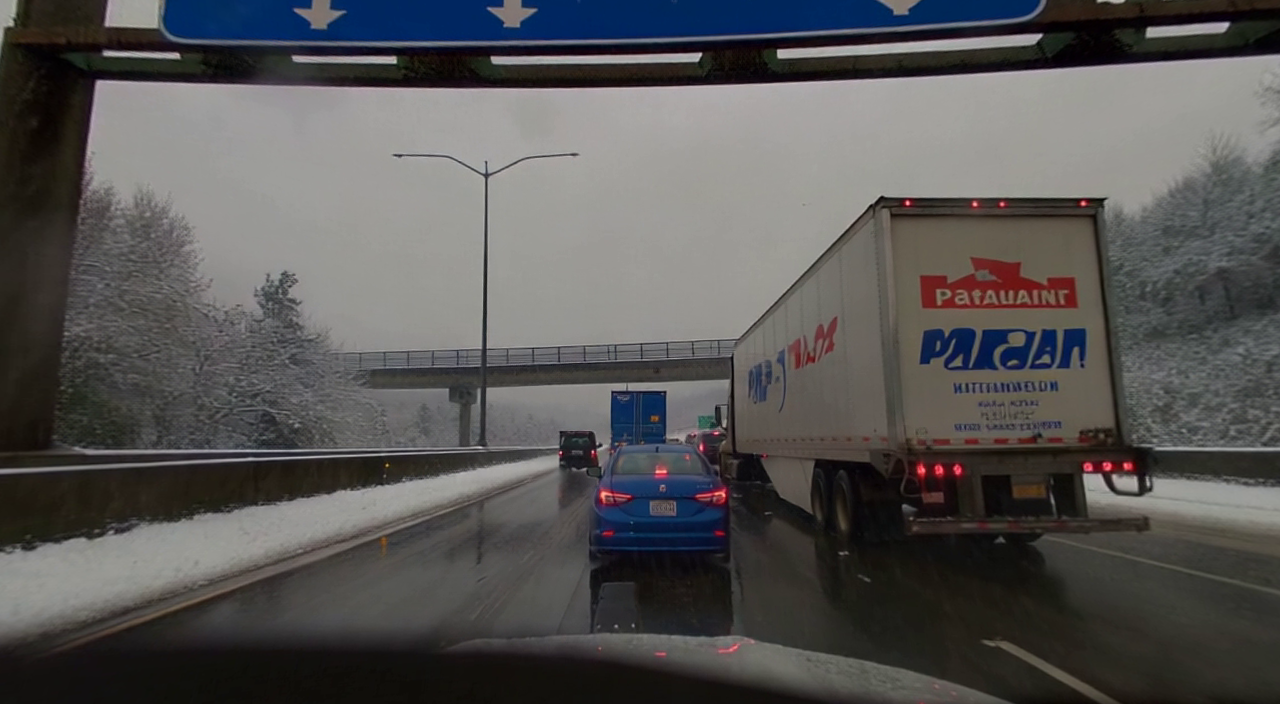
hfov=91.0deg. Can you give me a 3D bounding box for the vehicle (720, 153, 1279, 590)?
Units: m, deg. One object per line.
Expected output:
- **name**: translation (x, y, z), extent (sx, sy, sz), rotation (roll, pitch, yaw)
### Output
- **vehicle**: translation (4.189, 1.077, 12.955), extent (2.827, 4.081, 14.305), rotation (0, -8, -2)

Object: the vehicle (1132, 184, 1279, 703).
- **vehicle**: translation (4.730, 0.109, 0.629), extent (2.892, 2.615, 6.650), rotation (0, -8, -2)

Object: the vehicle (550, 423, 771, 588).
- **vehicle**: translation (0.177, 1.683, 7.706), extent (2.045, 1.490, 3.597), rotation (-1, -8, 0)
